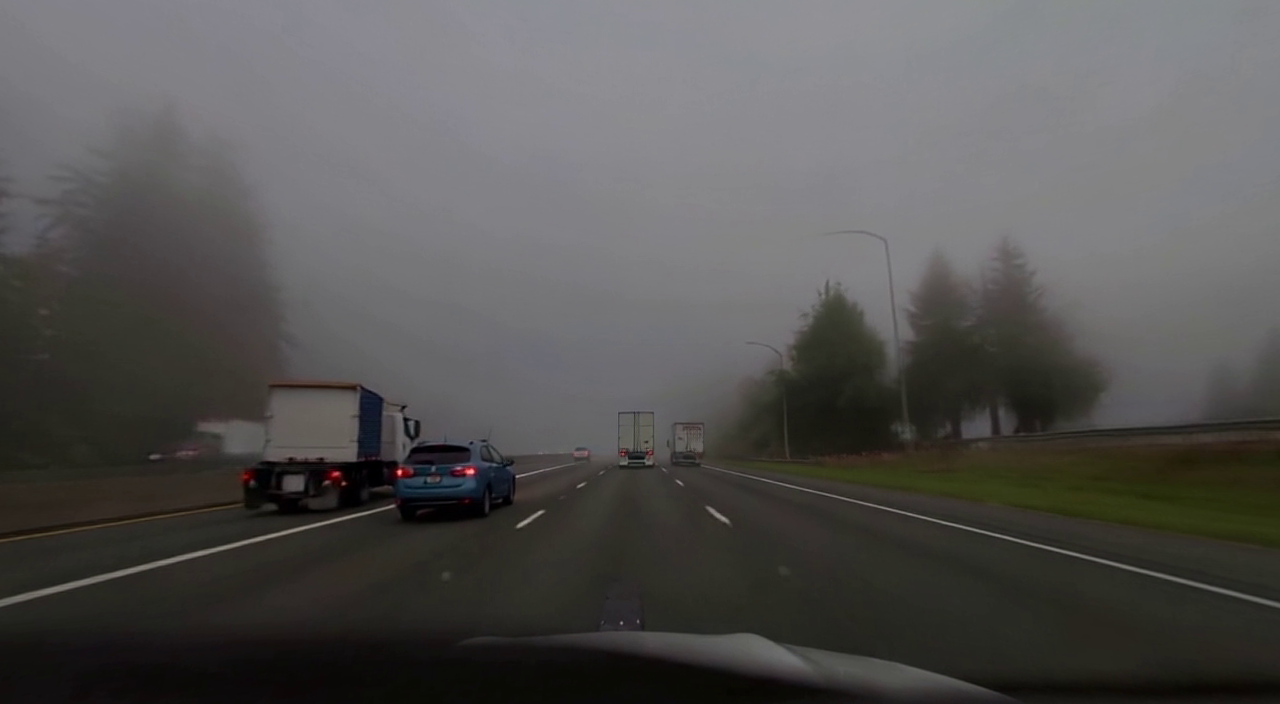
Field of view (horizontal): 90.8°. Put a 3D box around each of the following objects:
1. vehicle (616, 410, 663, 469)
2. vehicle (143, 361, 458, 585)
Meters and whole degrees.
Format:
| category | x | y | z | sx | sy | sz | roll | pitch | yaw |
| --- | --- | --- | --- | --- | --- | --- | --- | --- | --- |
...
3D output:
| category | x | y | z | sx | sy | sz | roll | pitch | yaw |
| --- | --- | --- | --- | --- | --- | --- | --- | --- | --- |
| vehicle | -0.031 | 6.850 | 48.974 | 3.201 | 4.019 | 10.918 | 0 | -9 | 0 |
| vehicle | -3.905 | 1.463 | 8.126 | 2.033 | 2.234 | 3.490 | 0 | -9 | 0 |
